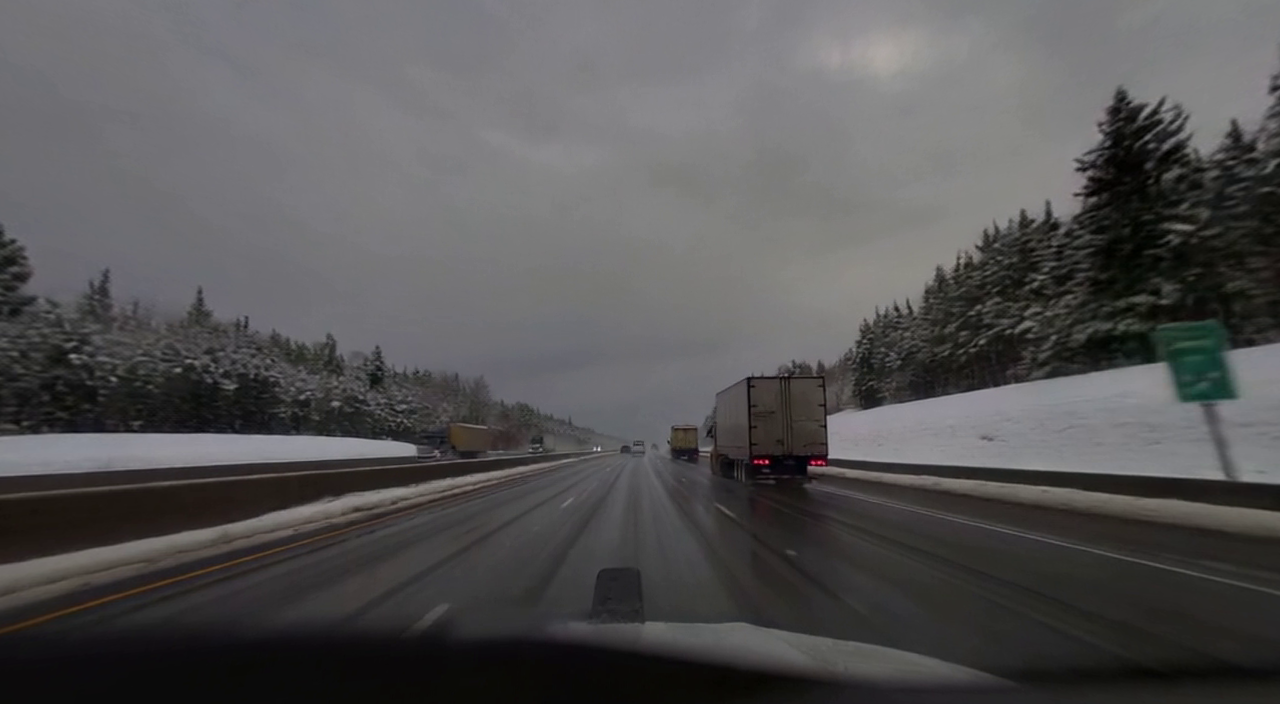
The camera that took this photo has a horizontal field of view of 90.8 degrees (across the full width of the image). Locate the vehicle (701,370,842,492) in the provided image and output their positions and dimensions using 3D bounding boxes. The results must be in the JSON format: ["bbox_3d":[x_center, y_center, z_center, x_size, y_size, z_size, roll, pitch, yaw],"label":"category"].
[{"bbox_3d":[4.576,3.248,24.843,3.032,3.785,10.333,0,-9,-2],"label":"vehicle"}]
